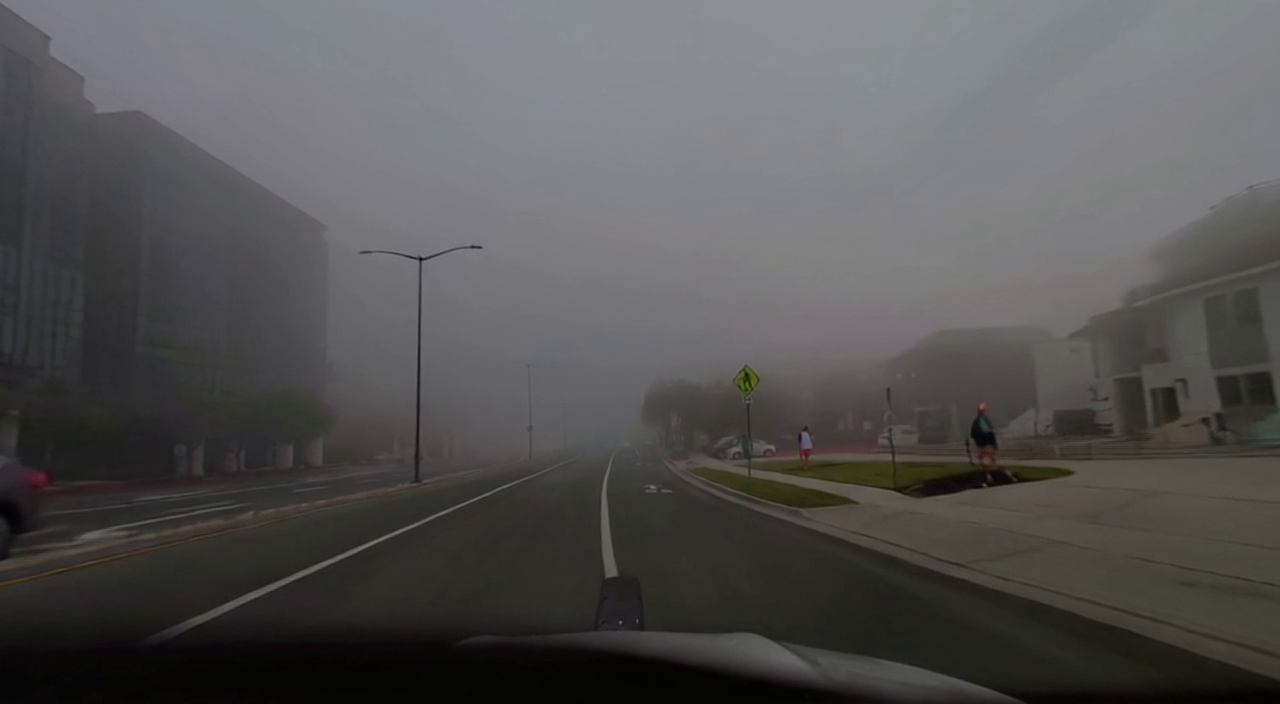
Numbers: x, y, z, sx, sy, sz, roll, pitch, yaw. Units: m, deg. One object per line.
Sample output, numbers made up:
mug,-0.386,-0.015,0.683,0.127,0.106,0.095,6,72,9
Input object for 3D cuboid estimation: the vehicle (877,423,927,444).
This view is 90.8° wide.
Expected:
vehicle,19.501,6.133,47.267,1.890,1.492,4.494,0,-8,1

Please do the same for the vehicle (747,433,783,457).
vehicle,8.466,6.348,43.131,1.842,1.535,3.638,0,-8,2

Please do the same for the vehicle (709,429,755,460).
vehicle,6.075,6.224,42.482,2.160,1.944,5.086,0,-8,-2
